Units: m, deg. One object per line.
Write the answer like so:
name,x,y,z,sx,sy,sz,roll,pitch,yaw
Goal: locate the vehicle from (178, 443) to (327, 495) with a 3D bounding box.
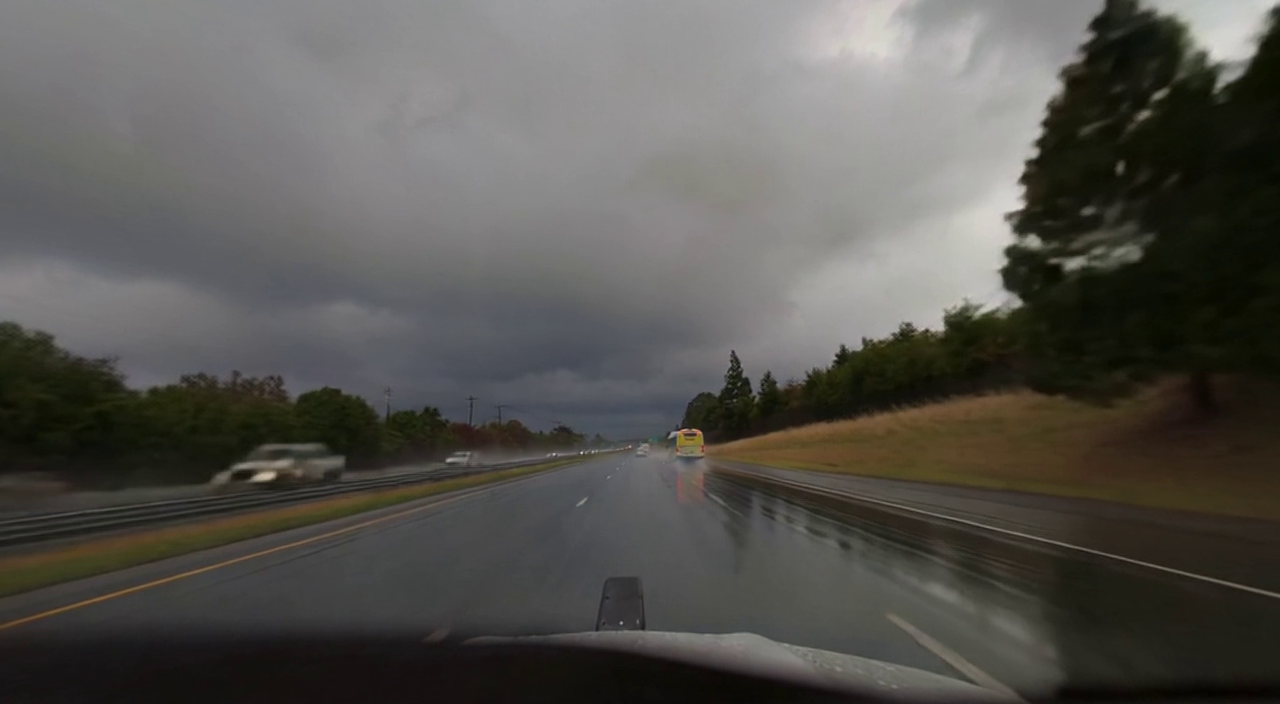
vehicle,-12.248,3.706,20.334,2.158,1.468,4.077,0,-9,1
